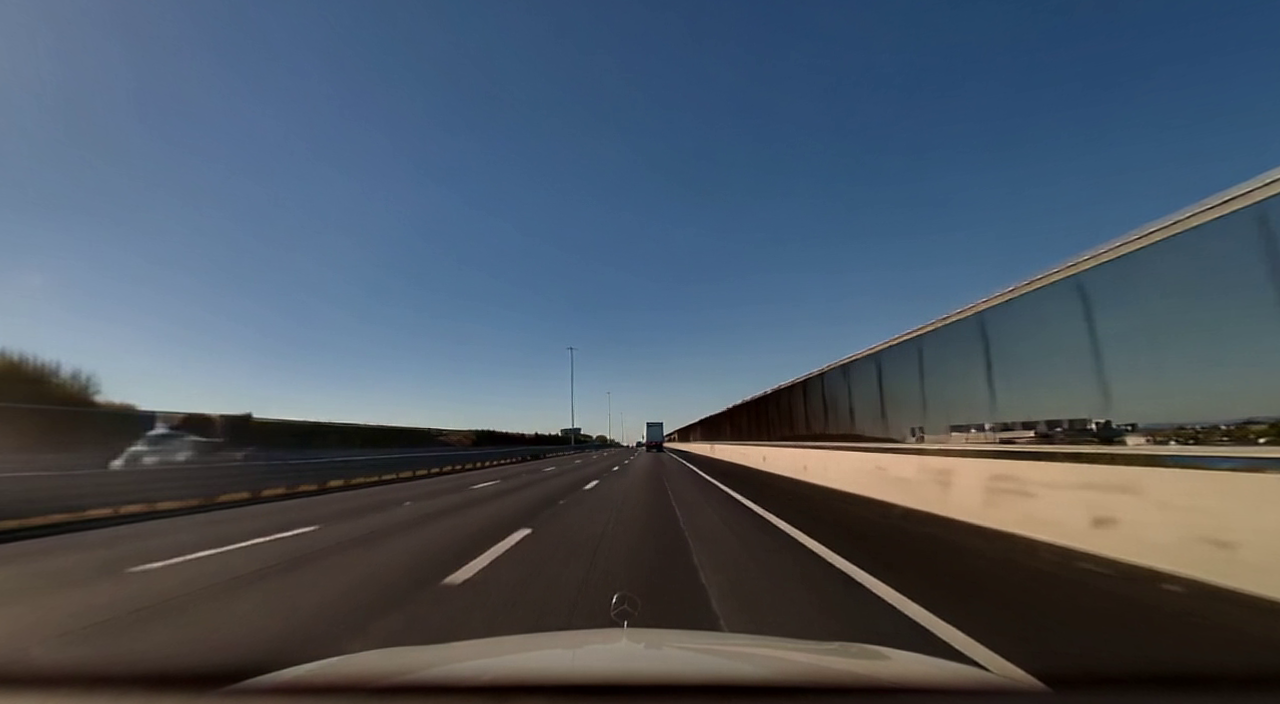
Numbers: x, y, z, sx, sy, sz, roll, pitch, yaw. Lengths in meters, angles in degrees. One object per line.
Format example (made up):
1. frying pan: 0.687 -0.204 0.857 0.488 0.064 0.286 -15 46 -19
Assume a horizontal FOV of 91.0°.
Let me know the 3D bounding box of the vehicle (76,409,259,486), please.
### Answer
1. vehicle: -22.234 4.591 30.327 2.761 3.210 7.561 0 -8 1
